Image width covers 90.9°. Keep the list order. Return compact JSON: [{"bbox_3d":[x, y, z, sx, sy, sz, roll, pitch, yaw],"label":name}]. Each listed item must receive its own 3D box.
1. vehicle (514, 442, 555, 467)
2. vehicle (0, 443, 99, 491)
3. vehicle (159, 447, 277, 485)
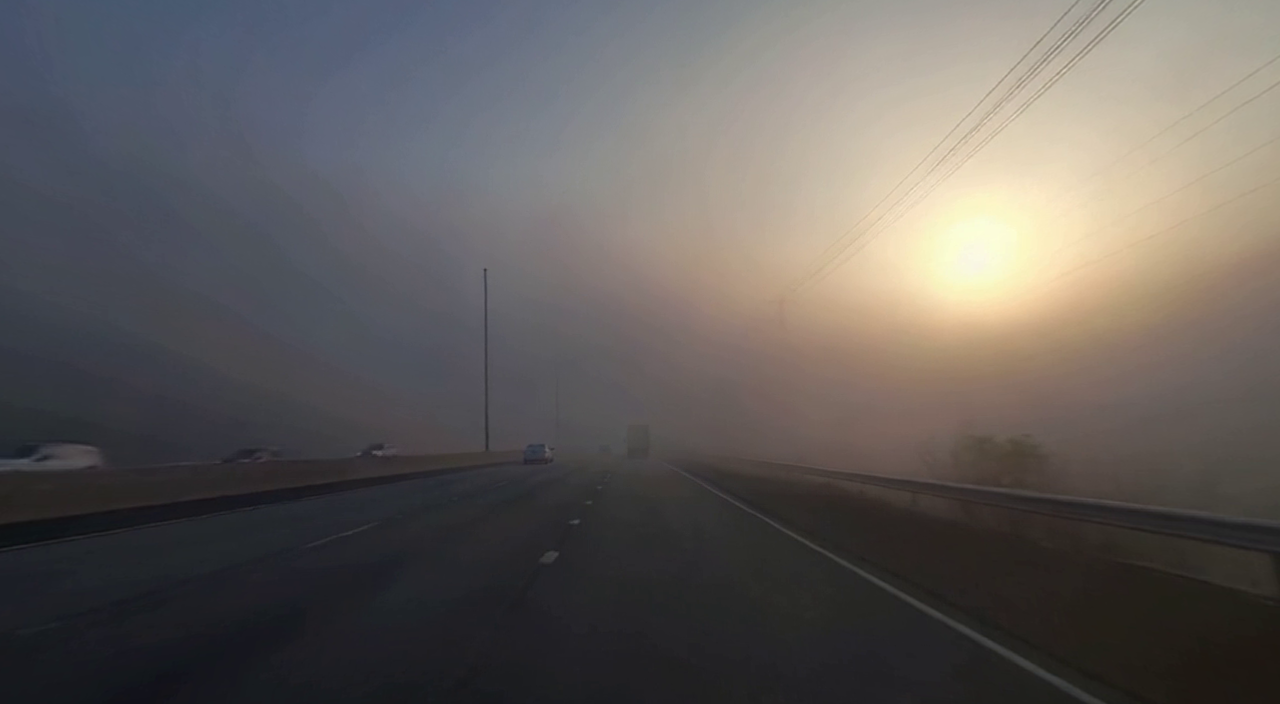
[{"bbox_3d":[-7.269,7.095,43.980,2.064,1.642,4.389,0,-8,0],"label":"vehicle"},{"bbox_3d":[-21.803,3.983,22.019,1.824,1.544,4.480,0,-8,-1],"label":"vehicle"},{"bbox_3d":[-17.960,4.860,27.172,1.861,1.454,4.705,0,-8,0],"label":"vehicle"}]
